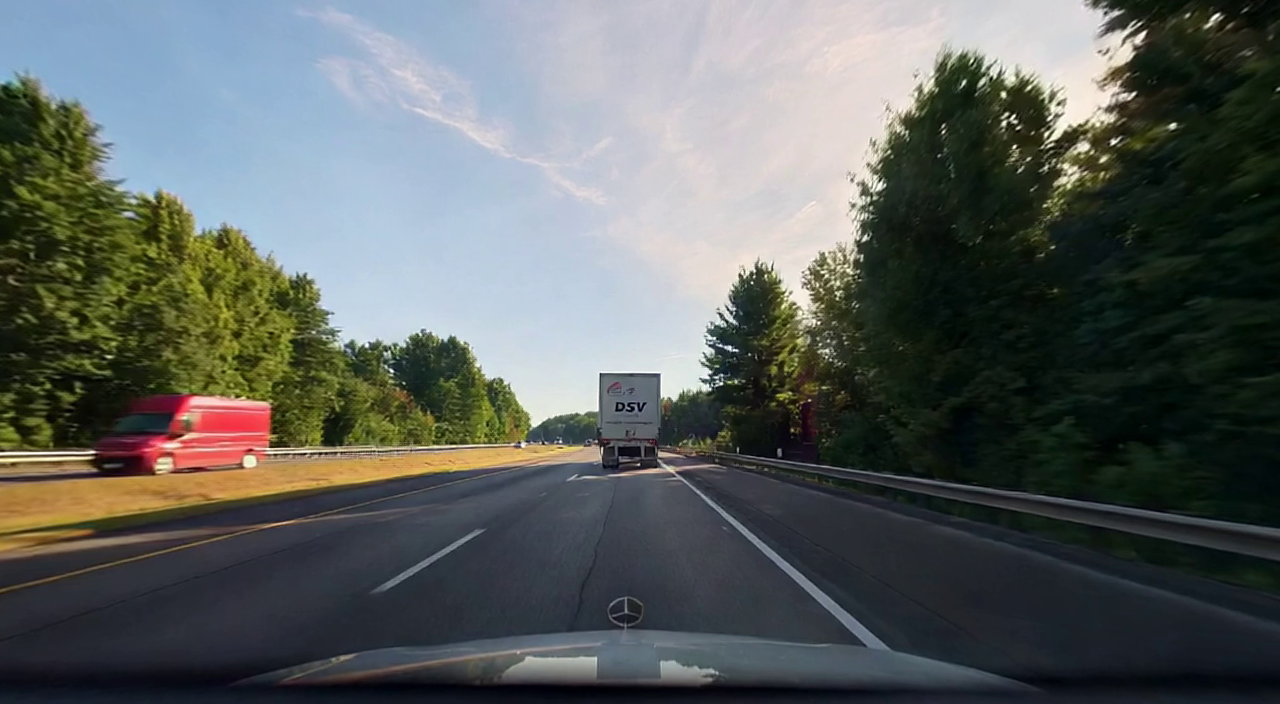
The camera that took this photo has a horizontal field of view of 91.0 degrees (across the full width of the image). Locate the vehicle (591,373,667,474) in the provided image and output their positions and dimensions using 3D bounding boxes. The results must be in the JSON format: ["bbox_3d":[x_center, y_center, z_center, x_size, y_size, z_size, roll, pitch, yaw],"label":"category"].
[{"bbox_3d":[-0.588,3.544,30.098,2.969,3.957,10.270,0,-8,-2],"label":"vehicle"}]

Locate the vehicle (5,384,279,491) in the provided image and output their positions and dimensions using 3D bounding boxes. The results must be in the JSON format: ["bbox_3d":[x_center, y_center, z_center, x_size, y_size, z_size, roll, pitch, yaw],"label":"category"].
[{"bbox_3d":[-12.776,2.320,17.020,2.427,2.371,6.043,0,-8,0],"label":"vehicle"}]
